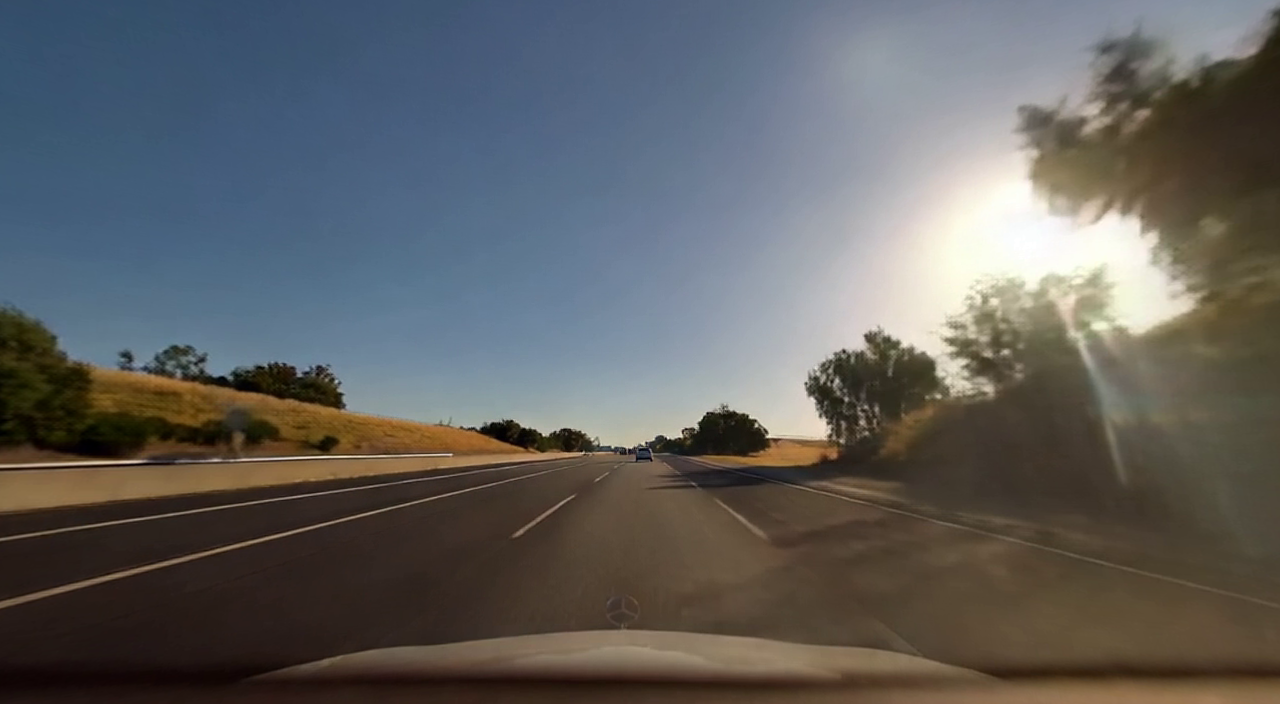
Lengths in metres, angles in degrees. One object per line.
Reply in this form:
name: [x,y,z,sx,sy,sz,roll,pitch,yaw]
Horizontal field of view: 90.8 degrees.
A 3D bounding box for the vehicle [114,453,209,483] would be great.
vehicle: [-24.571,5.954,32.550,1.911,1.415,3.725,0,-9,1]
